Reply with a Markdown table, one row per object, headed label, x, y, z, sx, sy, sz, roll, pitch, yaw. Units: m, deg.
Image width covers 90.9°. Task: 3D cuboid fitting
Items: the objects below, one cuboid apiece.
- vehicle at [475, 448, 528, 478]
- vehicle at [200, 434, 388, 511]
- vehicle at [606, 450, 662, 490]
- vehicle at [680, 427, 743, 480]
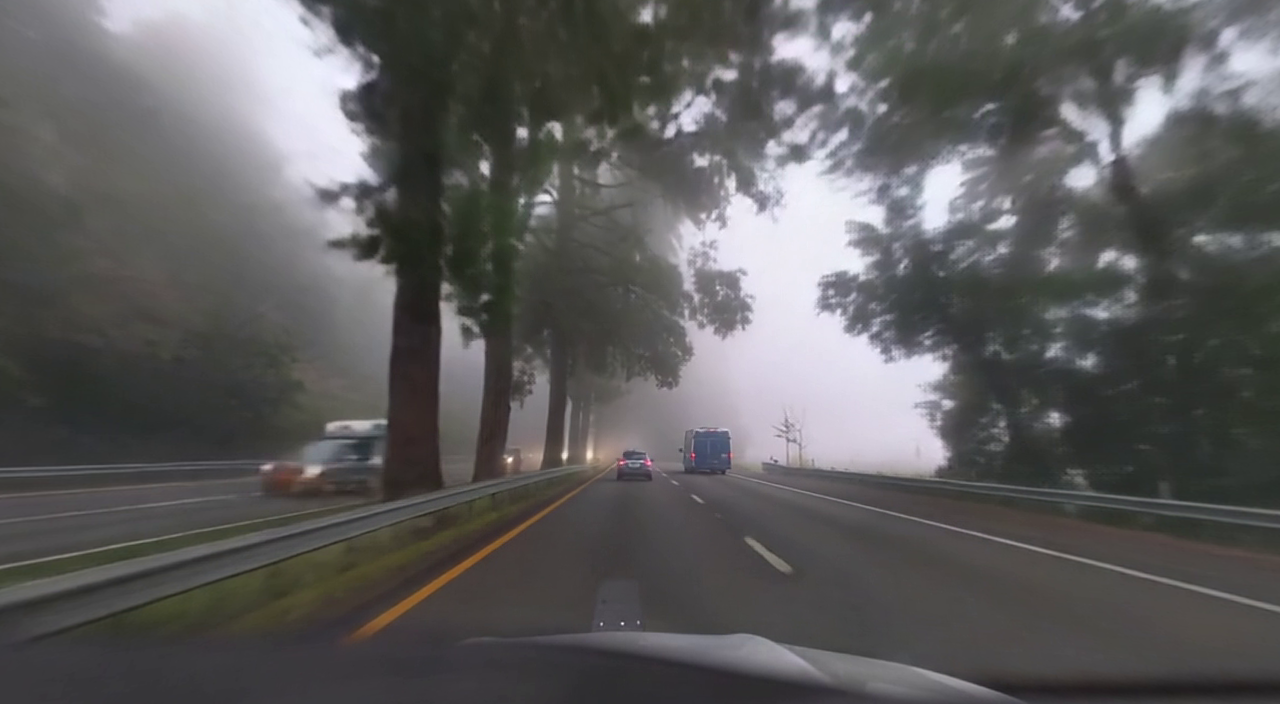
| label | x | y | z | sx | sy | sz | roll | pitch | yaw |
| --- | --- | --- | --- | --- | --- | --- | --- | --- | --- |
| vehicle | -7.505 | 6.054 | 34.656 | 1.926 | 1.492 | 4.272 | 0 | -9 | 0 |
| vehicle | -7.503 | 2.644 | 14.210 | 1.911 | 1.461 | 3.984 | 0 | -9 | 1 |
| vehicle | -0.246 | 4.614 | 24.976 | 2.037 | 1.417 | 3.885 | 0 | -9 | 0 |
| vehicle | 3.725 | 5.492 | 34.225 | 2.513 | 2.633 | 5.930 | 0 | -9 | -2 |
